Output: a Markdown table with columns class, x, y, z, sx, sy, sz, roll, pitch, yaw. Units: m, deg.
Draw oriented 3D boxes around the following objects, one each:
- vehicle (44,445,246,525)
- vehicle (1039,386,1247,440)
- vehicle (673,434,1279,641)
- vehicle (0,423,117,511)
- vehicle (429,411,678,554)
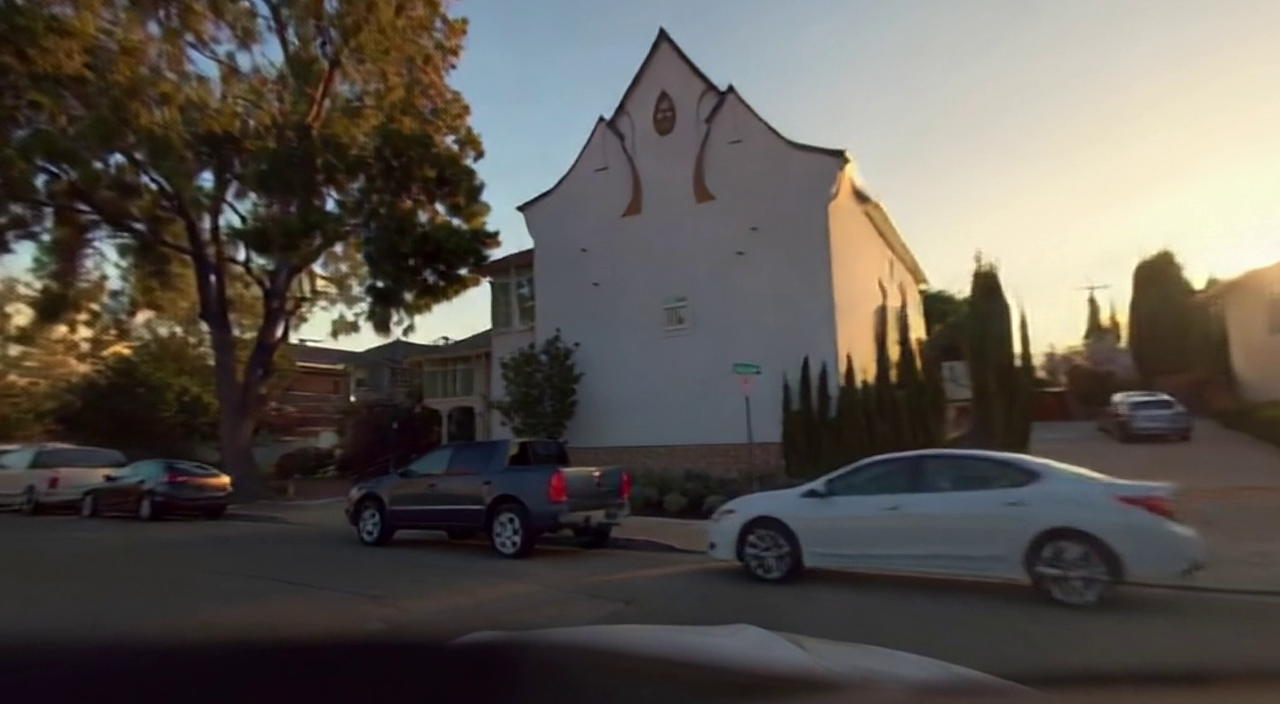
| class | x | y | z | sx | sy | sz | roll | pitch | yaw |
| --- | --- | --- | --- | --- | --- | --- | --- | --- | --- |
| vehicle | -11.495 | 2.957 | 14.589 | 4.476 | 1.442 | 1.828 | -2 | -8 | 27 |
| vehicle | 14.971 | 1.869 | 19.103 | 4.565 | 1.479 | 1.775 | -2 | -8 | 26 |
| vehicle | 3.073 | 1.691 | 6.848 | 5.075 | 1.436 | 1.863 | -2 | -8 | 28 |
| vehicle | -17.300 | 3.099 | 17.736 | 4.893 | 2.129 | 1.993 | -2 | -8 | 28 |
| vehicle | -1.247 | 2.146 | 11.297 | 2.046 | 1.969 | 4.585 | -5 | -9 | 28 |
